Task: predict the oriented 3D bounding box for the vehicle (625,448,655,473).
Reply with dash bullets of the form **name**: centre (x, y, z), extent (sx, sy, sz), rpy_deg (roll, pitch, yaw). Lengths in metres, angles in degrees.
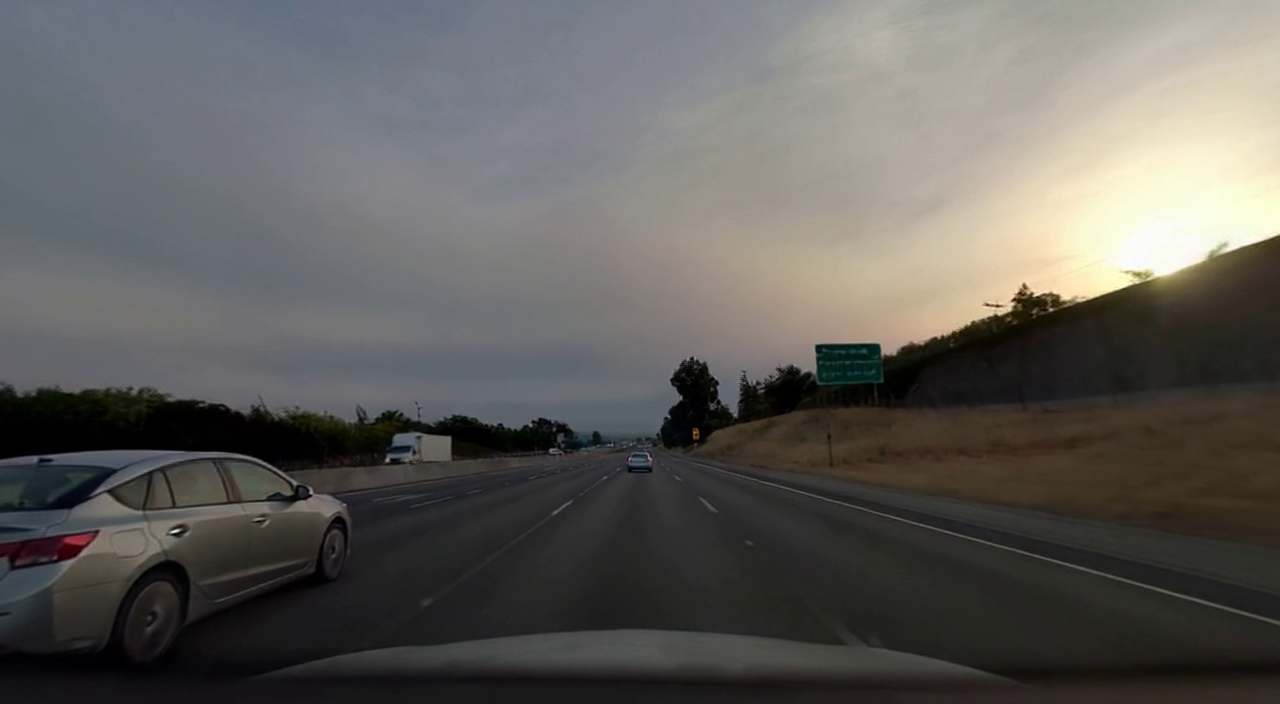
- **vehicle**: centre (0.007, 7.075, 41.312), extent (1.908, 1.515, 3.871), rpy_deg (0, -9, 0)
